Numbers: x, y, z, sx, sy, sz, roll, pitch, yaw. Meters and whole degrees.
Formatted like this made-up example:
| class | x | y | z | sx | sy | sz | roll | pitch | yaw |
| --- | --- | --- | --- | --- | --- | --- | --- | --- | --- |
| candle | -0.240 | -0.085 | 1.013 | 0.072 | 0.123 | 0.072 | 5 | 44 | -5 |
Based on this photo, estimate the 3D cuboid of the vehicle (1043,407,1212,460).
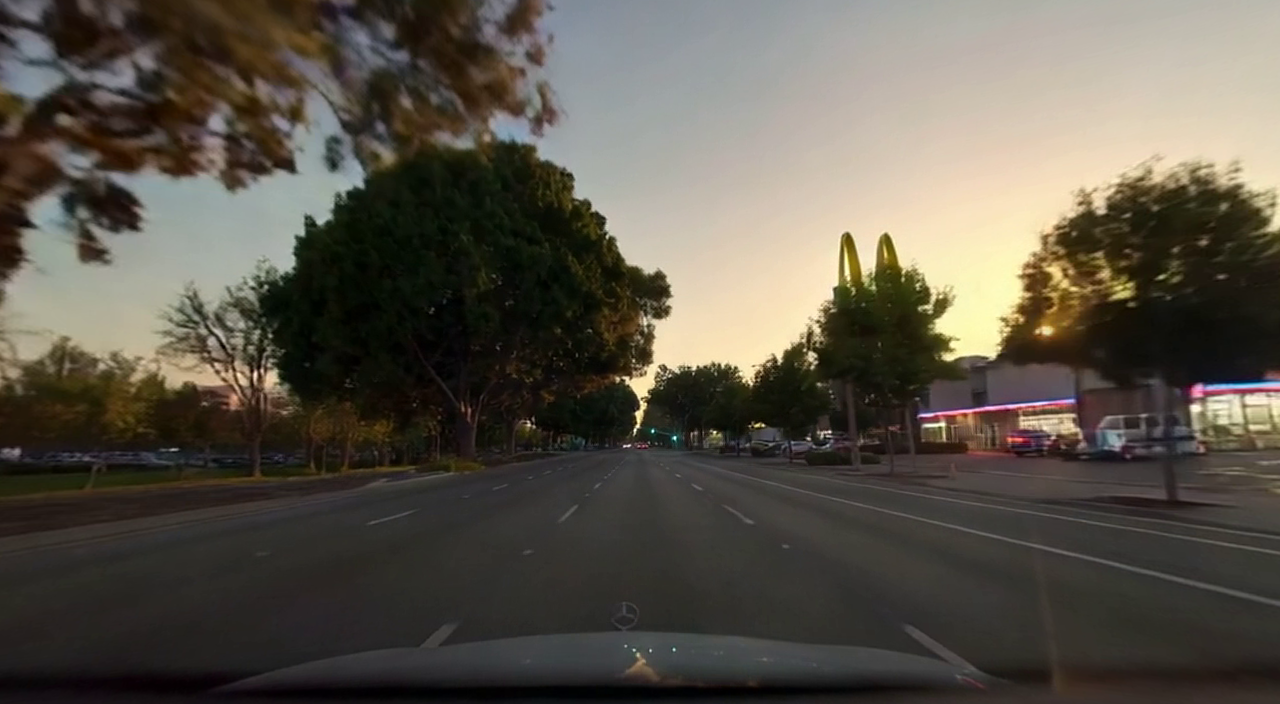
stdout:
| class | x | y | z | sx | sy | sz | roll | pitch | yaw |
| --- | --- | --- | --- | --- | --- | --- | --- | --- | --- |
| vehicle | 26.484 | 4.485 | 34.554 | 7.147 | 2.712 | 2.343 | 0 | -8 | 1 |

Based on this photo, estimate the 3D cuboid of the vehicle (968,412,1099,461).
| class | x | y | z | sx | sy | sz | roll | pitch | yaw |
| --- | --- | --- | --- | --- | --- | --- | --- | --- | --- |
| vehicle | 26.306 | 5.657 | 42.474 | 6.937 | 2.503 | 2.325 | -6 | -8 | 2 |
